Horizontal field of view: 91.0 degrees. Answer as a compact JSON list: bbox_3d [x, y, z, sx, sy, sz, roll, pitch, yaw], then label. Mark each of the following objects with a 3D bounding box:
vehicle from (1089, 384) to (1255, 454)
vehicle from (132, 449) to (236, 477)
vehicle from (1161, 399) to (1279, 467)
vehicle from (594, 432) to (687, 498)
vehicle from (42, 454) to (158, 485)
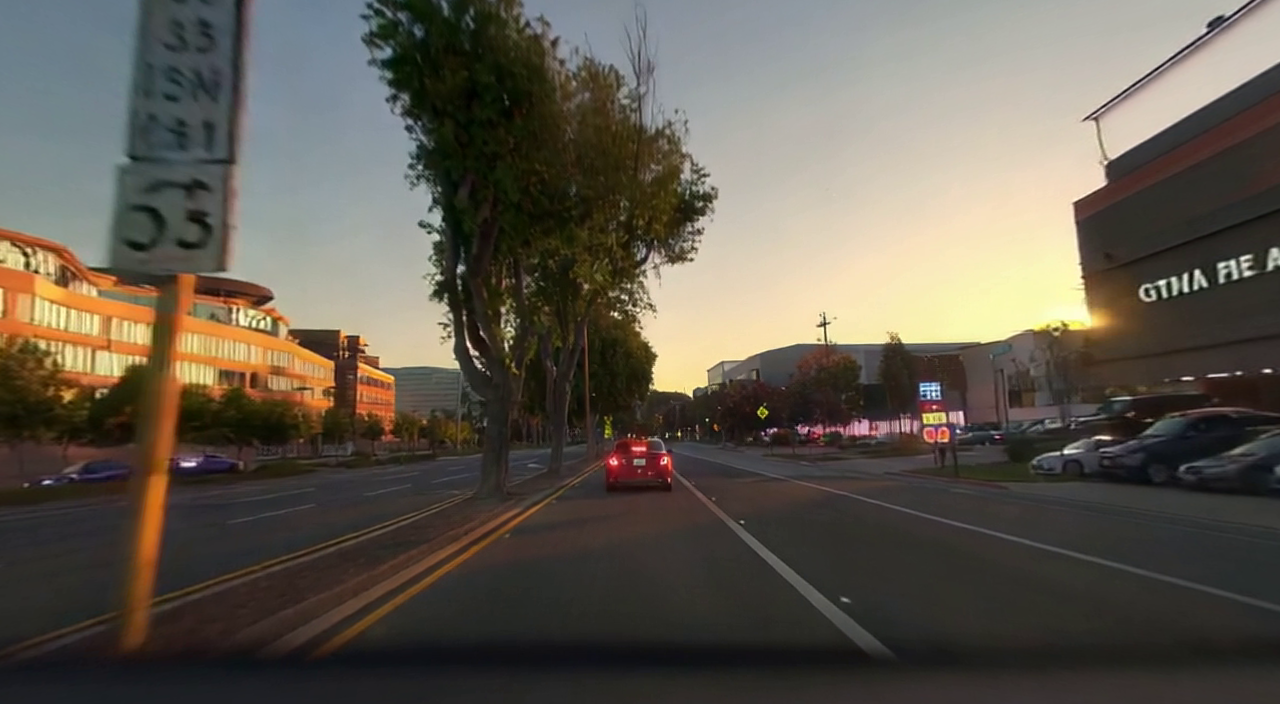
[{"bbox_3d":[24.393,3.265,29.315,2.170,2.875,5.941,1,-9,-3],"label":"vehicle"},{"bbox_3d":[-27.691,6.760,38.329,4.665,1.578,2.051,0,-7,-3],"label":"vehicle"},{"bbox_3d":[21.575,3.001,22.837,2.336,2.164,5.796,-3,-9,22],"label":"vehicle"},{"bbox_3d":[-0.019,2.867,16.379,2.126,1.475,3.967,0,-8,-1],"label":"vehicle"},{"bbox_3d":[-27.851,6.046,32.551,4.209,1.497,1.913,0,-9,0],"label":"vehicle"}]
